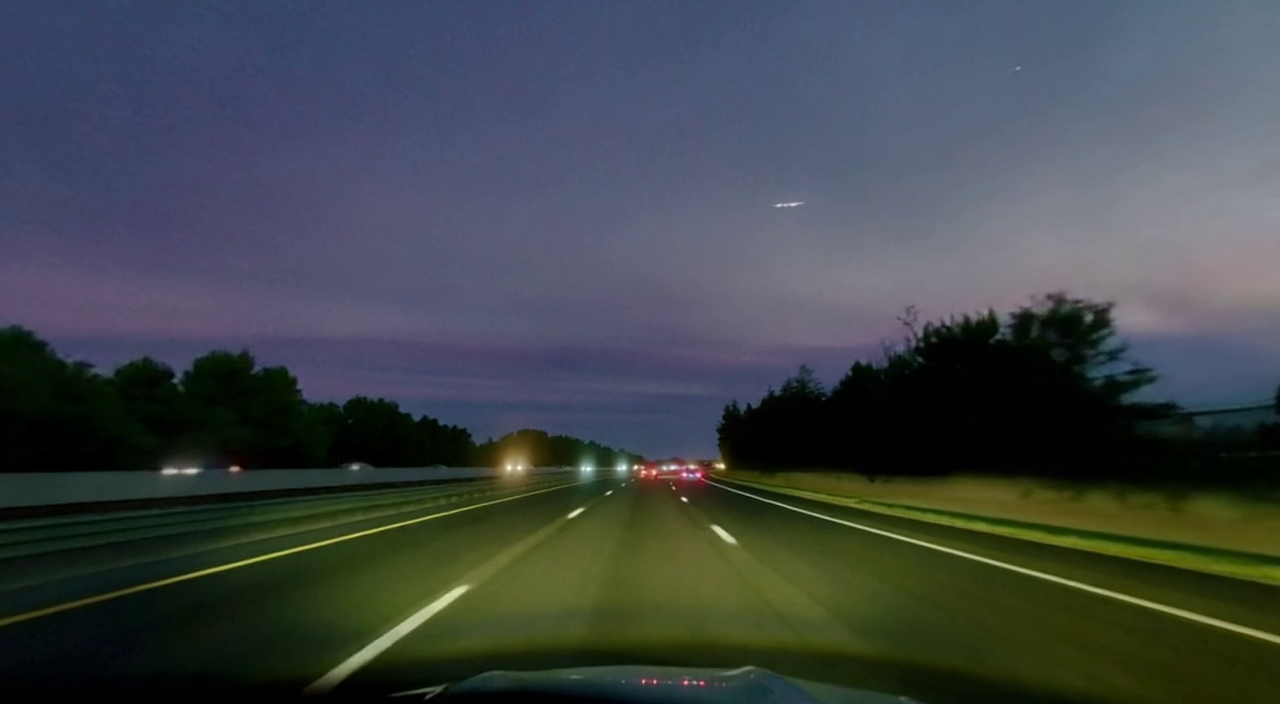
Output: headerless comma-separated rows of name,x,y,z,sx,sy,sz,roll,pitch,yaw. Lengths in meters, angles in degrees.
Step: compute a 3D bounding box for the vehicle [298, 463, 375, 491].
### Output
vehicle,-16.348,6.751,34.196,1.789,1.368,4.897,1,-10,-1
